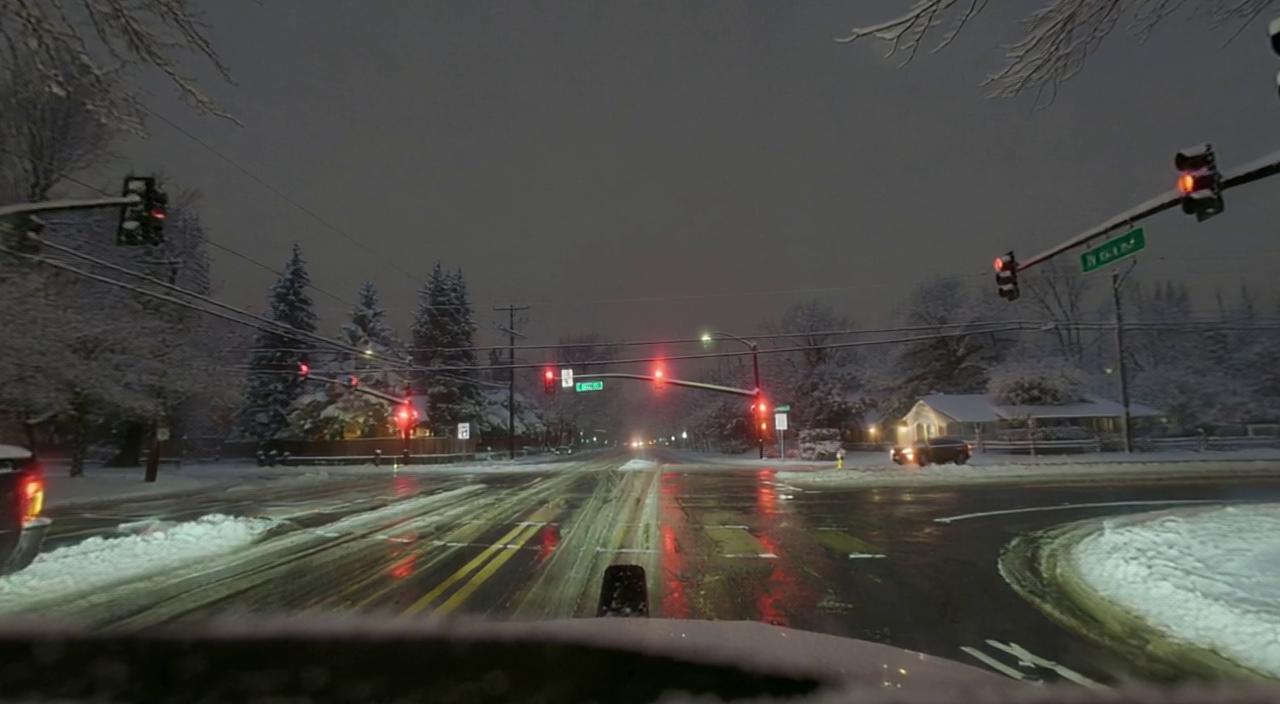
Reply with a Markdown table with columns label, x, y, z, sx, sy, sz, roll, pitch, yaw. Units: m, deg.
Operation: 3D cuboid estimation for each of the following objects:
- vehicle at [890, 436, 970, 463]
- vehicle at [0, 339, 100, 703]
| label | x | y | z | sx | sy | sz | roll | pitch | yaw |
| --- | --- | --- | --- | --- | --- | --- | --- | --- | --- |
| vehicle | 16.274 | 5.499 | 35.533 | 3.952 | 1.468 | 1.768 | -4 | -9 | 22 |
| vehicle | -3.266 | 0.533 | 0.407 | 1.954 | 1.689 | 4.347 | 0 | -8 | 0 |
